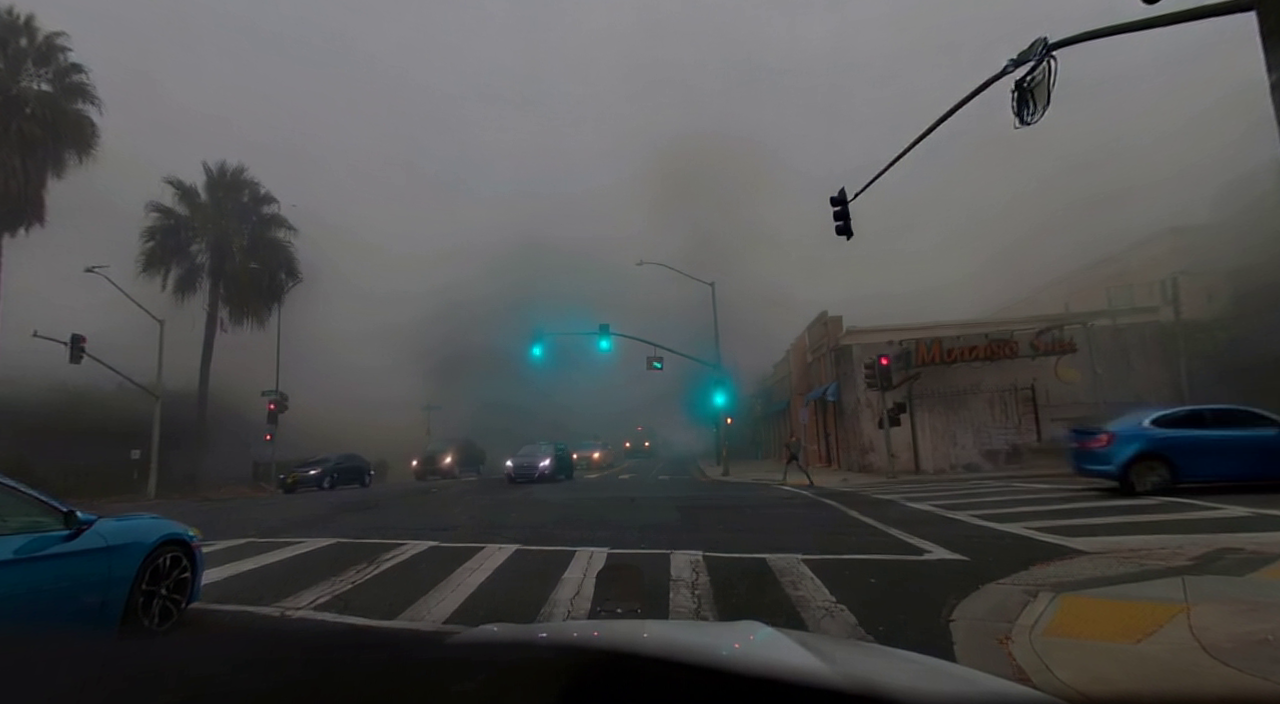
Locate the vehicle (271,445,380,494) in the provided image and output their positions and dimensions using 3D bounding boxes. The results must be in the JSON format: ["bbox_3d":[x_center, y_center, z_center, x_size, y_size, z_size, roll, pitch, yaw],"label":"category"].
[{"bbox_3d":[-13.002,4.876,26.477,1.870,1.705,4.426,-6,-10,8],"label":"vehicle"}]

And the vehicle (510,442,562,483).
[{"bbox_3d":[-4.204,4.325,25.099,1.839,1.468,4.549,2,-9,-11],"label":"vehicle"}]

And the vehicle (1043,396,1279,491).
[{"bbox_3d":[11.239,1.842,12.718,4.775,1.709,2.092,-3,-9,18],"label":"vehicle"}]

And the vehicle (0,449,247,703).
[{"bbox_3d":[-3.701,1.023,2.249,1.850,1.325,4.295,0,-9,0],"label":"vehicle"}]

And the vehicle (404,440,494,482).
[{"bbox_3d":[-8.996,5.291,30.376,2.050,1.792,5.507,-1,-11,7],"label":"vehicle"}]
